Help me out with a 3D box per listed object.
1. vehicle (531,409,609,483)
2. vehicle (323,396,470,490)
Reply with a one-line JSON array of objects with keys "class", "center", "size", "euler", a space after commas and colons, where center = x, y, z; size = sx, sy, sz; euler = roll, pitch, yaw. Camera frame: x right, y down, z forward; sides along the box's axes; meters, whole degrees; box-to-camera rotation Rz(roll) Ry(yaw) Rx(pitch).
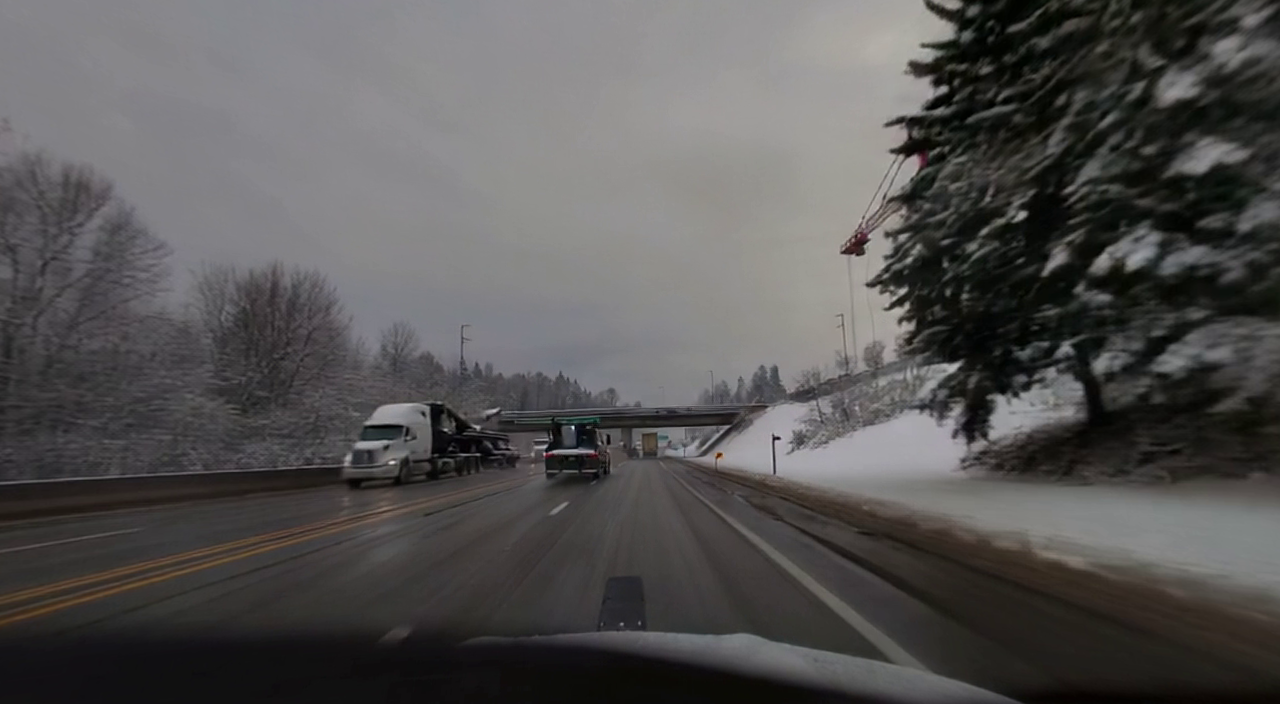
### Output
[{"class": "vehicle", "center": [-2.826, 4.100, 27.382], "size": [2.565, 2.771, 6.641], "euler": [0, -9, 0]}, {"class": "vehicle", "center": [-9.838, 3.893, 26.681], "size": [2.931, 3.367, 7.777], "euler": [0, -9, 1]}]
